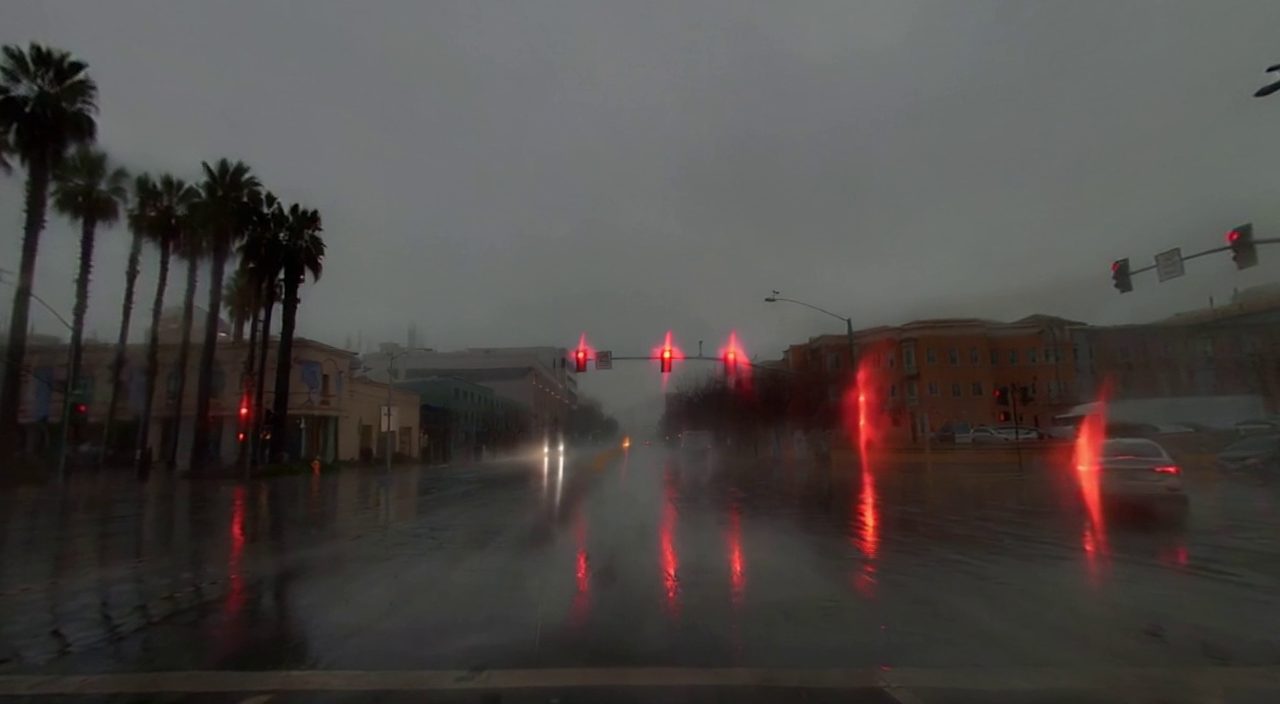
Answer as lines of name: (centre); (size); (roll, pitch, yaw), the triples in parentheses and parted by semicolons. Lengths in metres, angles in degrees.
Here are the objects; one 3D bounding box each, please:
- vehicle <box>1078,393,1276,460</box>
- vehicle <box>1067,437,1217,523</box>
vehicle: (32.628, 4.722, 39.330); (2.863, 3.609, 10.252); (0, -8, -3)
vehicle: (10.450, 2.610, 13.520); (2.003, 1.475, 4.520); (-5, -10, 33)
